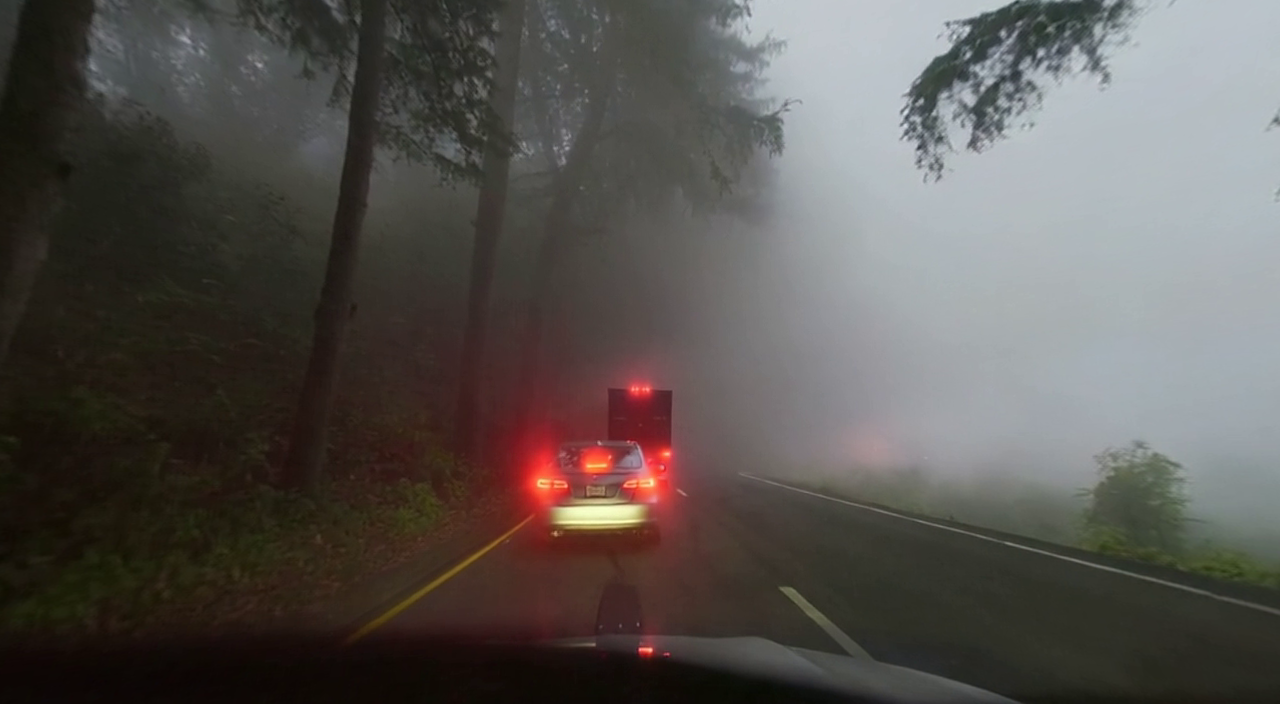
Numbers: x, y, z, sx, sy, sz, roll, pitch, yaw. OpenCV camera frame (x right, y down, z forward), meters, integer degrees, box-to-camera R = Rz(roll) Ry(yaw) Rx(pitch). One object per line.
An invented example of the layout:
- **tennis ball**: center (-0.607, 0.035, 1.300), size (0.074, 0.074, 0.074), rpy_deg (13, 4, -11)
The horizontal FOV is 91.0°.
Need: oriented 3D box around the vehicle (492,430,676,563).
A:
- **vehicle**: center (-0.620, 1.943, 9.211), size (2.076, 1.490, 4.078), rpy_deg (0, -9, 0)
